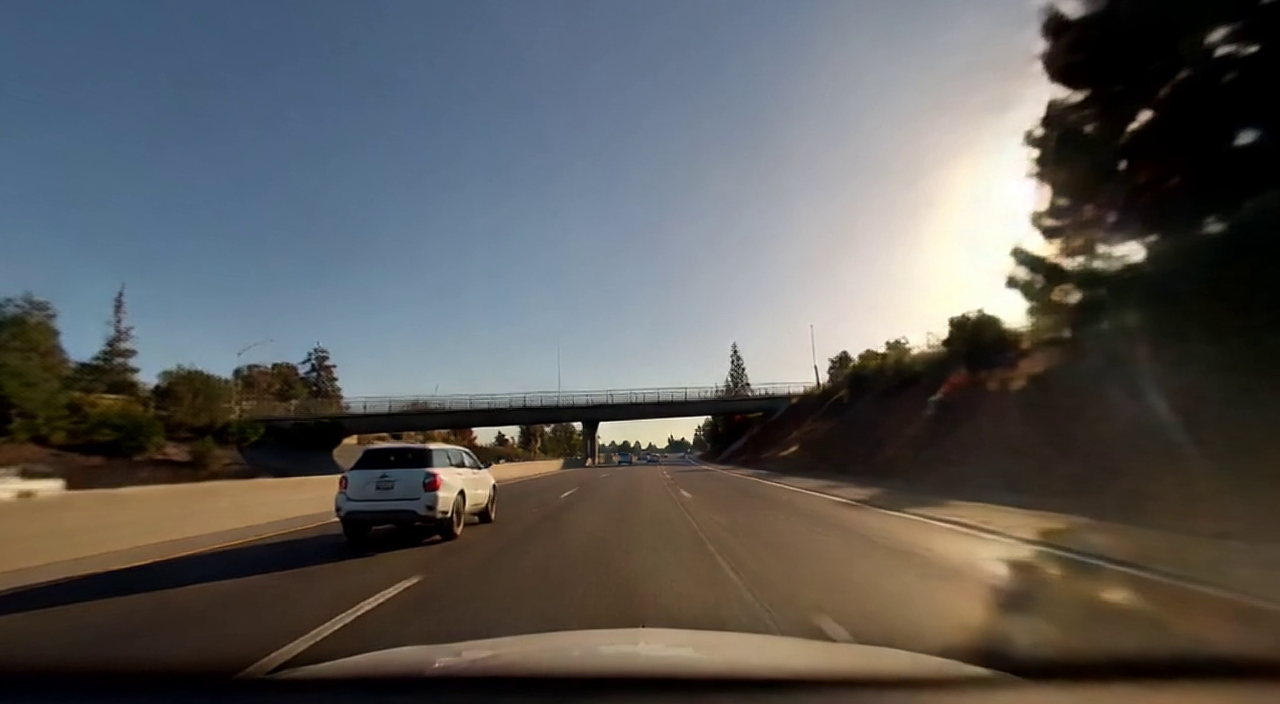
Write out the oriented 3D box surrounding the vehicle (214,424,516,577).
[{"bbox_3d":[-3.466,1.989,9.313,2.274,1.628,4.807,0,-9,0],"label":"vehicle"}]
